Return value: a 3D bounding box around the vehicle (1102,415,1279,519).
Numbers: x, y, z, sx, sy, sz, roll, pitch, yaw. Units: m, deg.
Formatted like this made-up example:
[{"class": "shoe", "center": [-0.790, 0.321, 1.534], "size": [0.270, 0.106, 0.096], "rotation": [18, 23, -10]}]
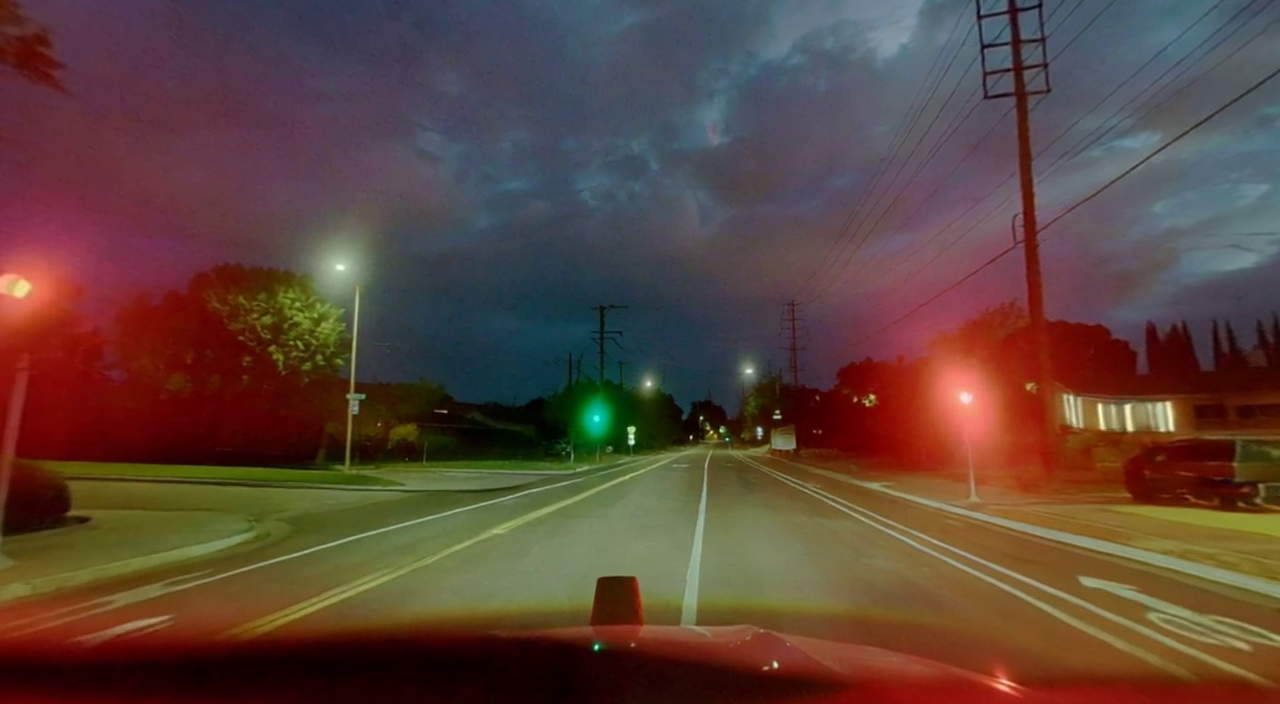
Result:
[{"class": "vehicle", "center": [13.036, 2.520, 14.267], "size": [1.912, 1.953, 4.651], "rotation": [0, -8, 6]}]
